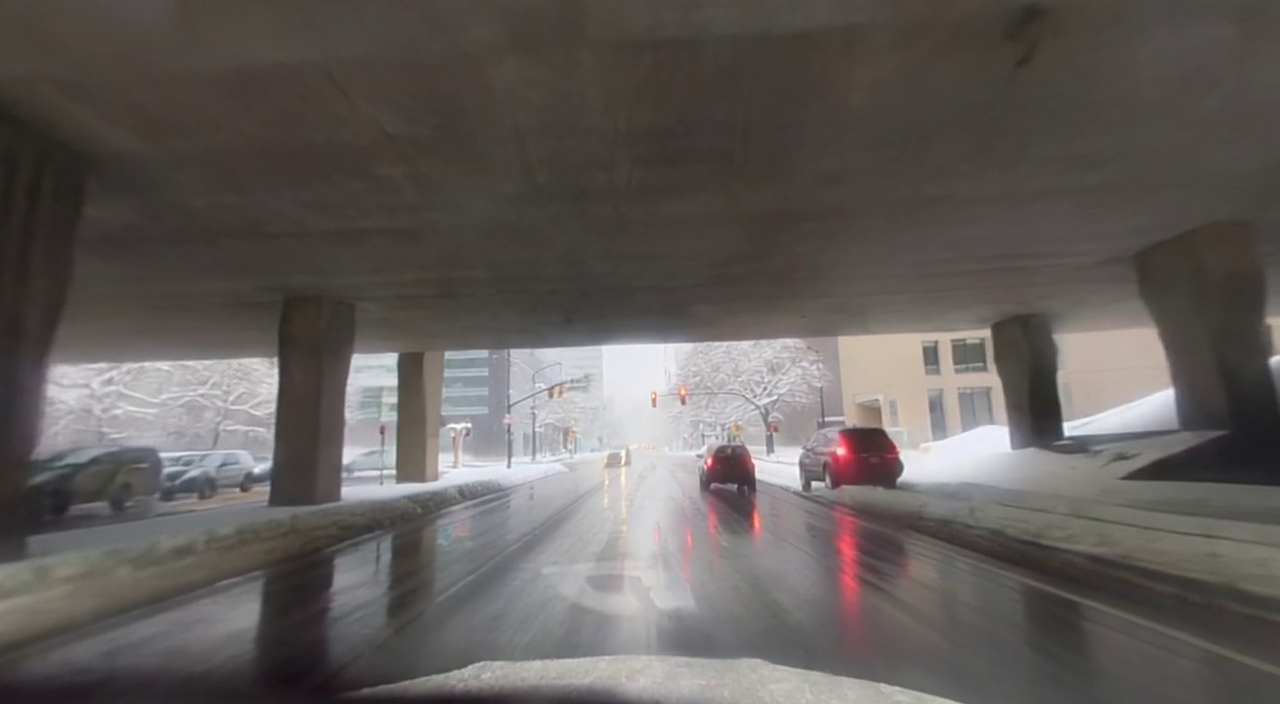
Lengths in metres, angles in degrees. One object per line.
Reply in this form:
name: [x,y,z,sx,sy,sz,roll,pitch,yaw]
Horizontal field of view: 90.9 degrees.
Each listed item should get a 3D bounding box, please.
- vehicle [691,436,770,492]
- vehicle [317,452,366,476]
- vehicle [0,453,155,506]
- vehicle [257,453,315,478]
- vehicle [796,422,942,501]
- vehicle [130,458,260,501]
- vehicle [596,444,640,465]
vehicle: [2.776,3.527,20.173,1.947,1.576,3.825,0,-9,0]
vehicle: [-22.844,8.576,48.406,1.757,1.699,3.854,0,-9,2]
vehicle: [-24.491,5.366,27.141,2.299,1.953,5.864,-1,-9,3]
vehicle: [-27.157,8.670,48.527,1.807,1.795,4.566,0,-9,0]
vehicle: [6.906,3.398,19.987,2.433,2.116,5.789,0,-9,0]
vehicle: [-17.749,5.085,25.464,1.985,1.505,4.275,-1,-9,2]
vehicle: [-1.794,8.025,49.366,2.099,1.562,4.037,3,-9,-23]
